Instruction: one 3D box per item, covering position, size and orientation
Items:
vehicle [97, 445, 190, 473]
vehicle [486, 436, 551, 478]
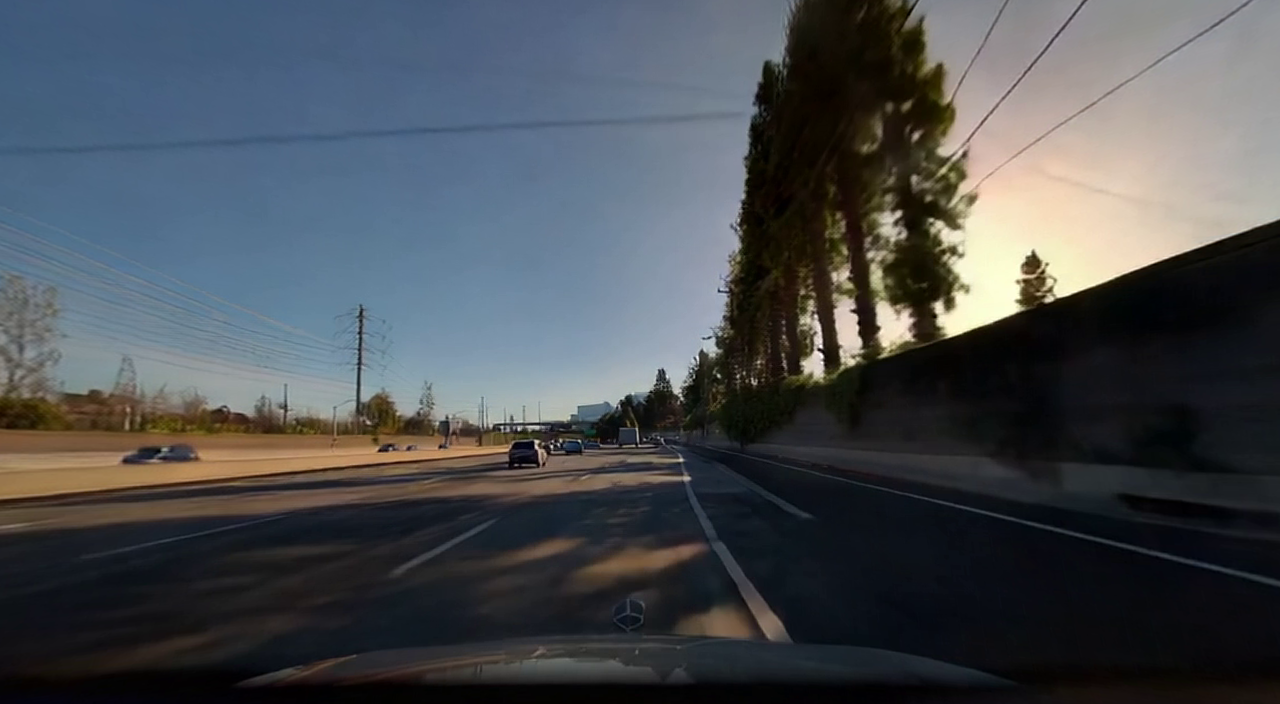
[{"bbox_3d":[-30.392,6.527,38.825,1.932,1.555,4.652,0,-8,-1],"label":"vehicle"},{"bbox_3d":[-4.996,4.373,26.463,2.029,1.609,3.935,0,-8,-1],"label":"vehicle"}]
